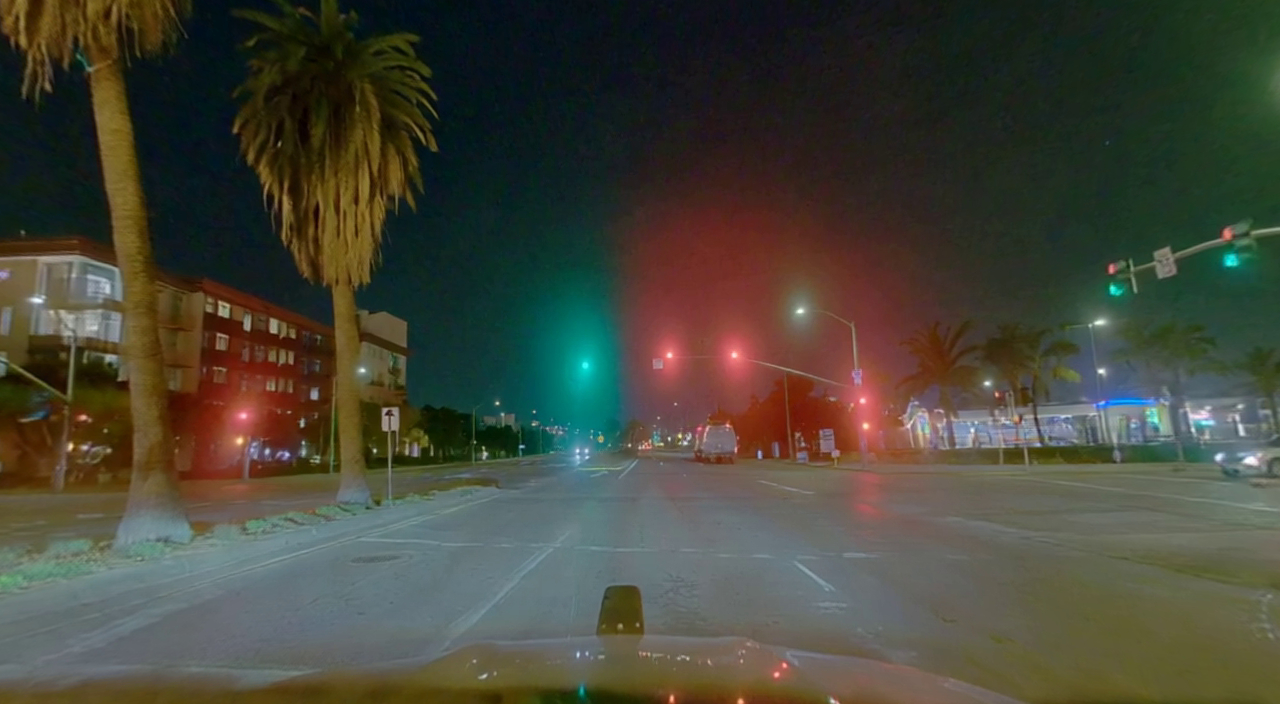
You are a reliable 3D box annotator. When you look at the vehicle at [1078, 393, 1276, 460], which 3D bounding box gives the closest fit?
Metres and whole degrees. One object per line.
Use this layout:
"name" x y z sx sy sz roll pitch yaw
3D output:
"vehicle" 32.623 4.725 39.336 2.863 3.609 10.252 0 -8 -3
